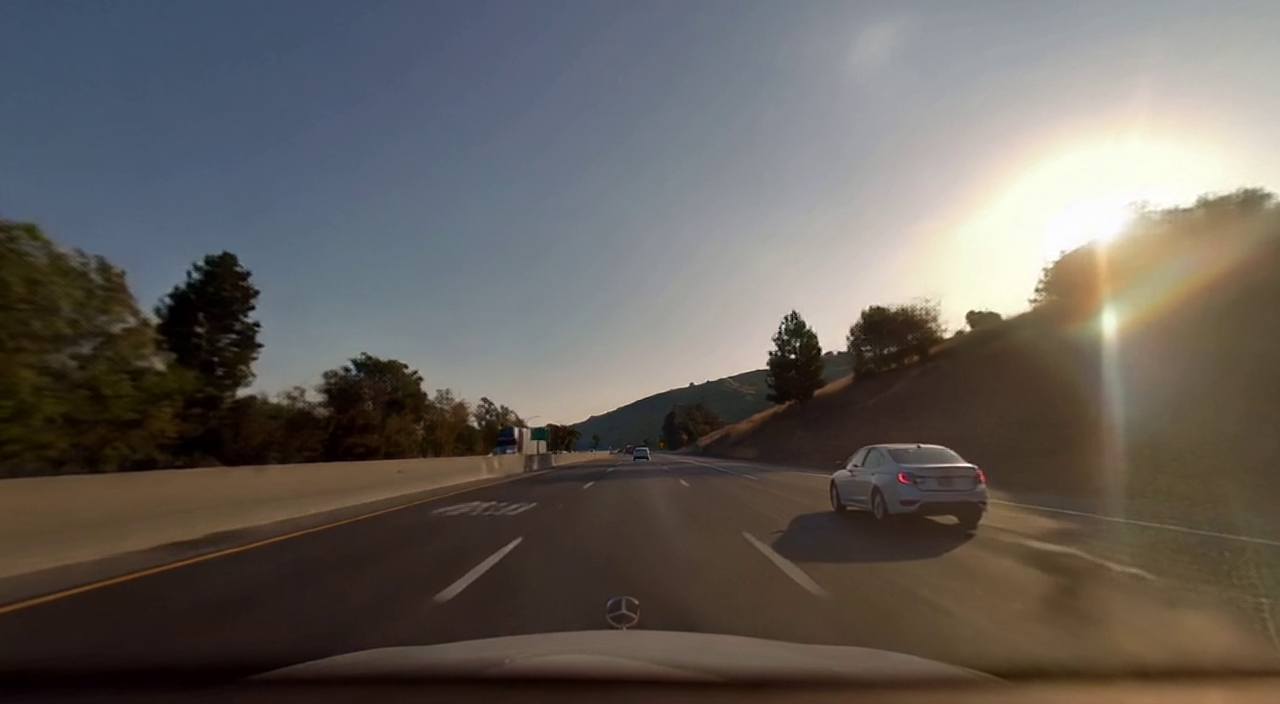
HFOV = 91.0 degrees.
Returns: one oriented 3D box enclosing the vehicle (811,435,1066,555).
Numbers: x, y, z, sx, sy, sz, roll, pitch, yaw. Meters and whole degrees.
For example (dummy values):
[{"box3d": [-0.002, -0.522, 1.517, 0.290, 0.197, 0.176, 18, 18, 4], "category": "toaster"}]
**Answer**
[{"box3d": [4.359, 2.139, 10.124, 1.976, 1.495, 4.217, 0, -9, -1], "category": "vehicle"}]
